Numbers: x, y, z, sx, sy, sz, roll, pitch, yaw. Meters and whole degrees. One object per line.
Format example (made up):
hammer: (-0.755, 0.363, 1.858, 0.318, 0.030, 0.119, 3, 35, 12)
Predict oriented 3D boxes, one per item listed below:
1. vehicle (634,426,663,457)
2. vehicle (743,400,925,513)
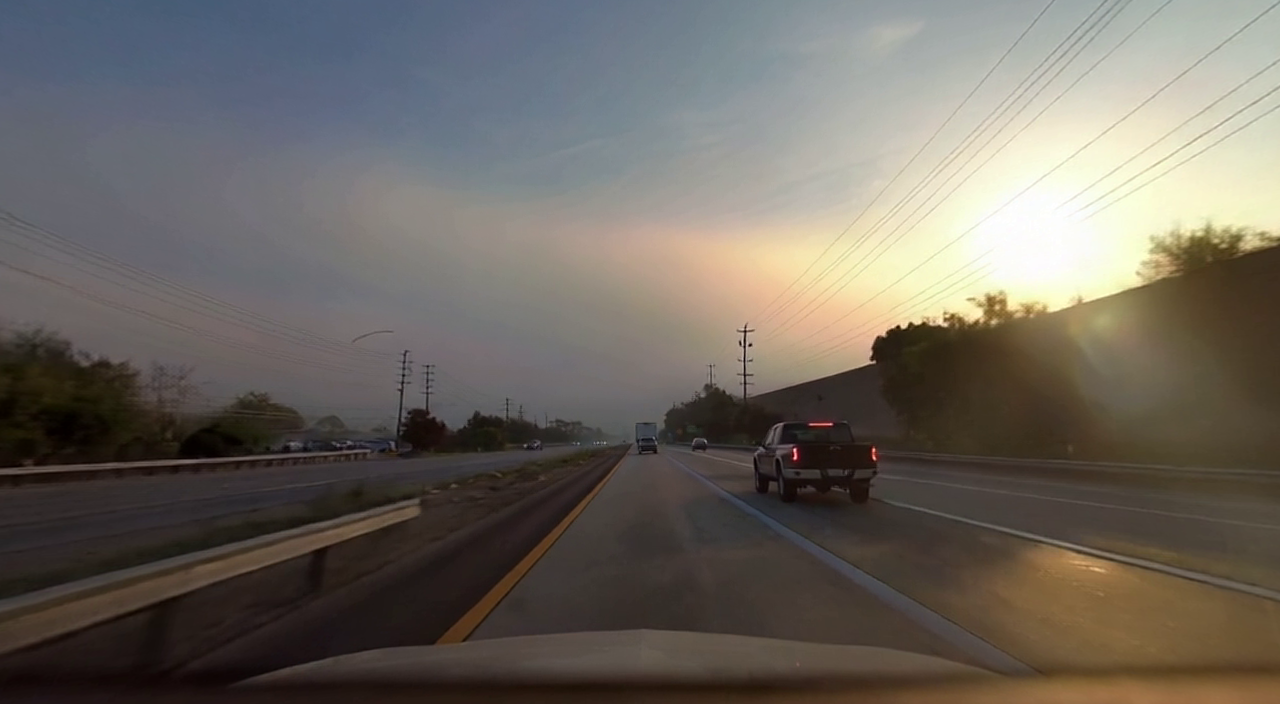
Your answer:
vehicle: (0.614, 6.848, 48.159, 2.099, 2.260, 4.899, 0, -8, 0)
vehicle: (4.201, 2.425, 15.049, 2.594, 2.155, 5.670, 0, -8, 1)
